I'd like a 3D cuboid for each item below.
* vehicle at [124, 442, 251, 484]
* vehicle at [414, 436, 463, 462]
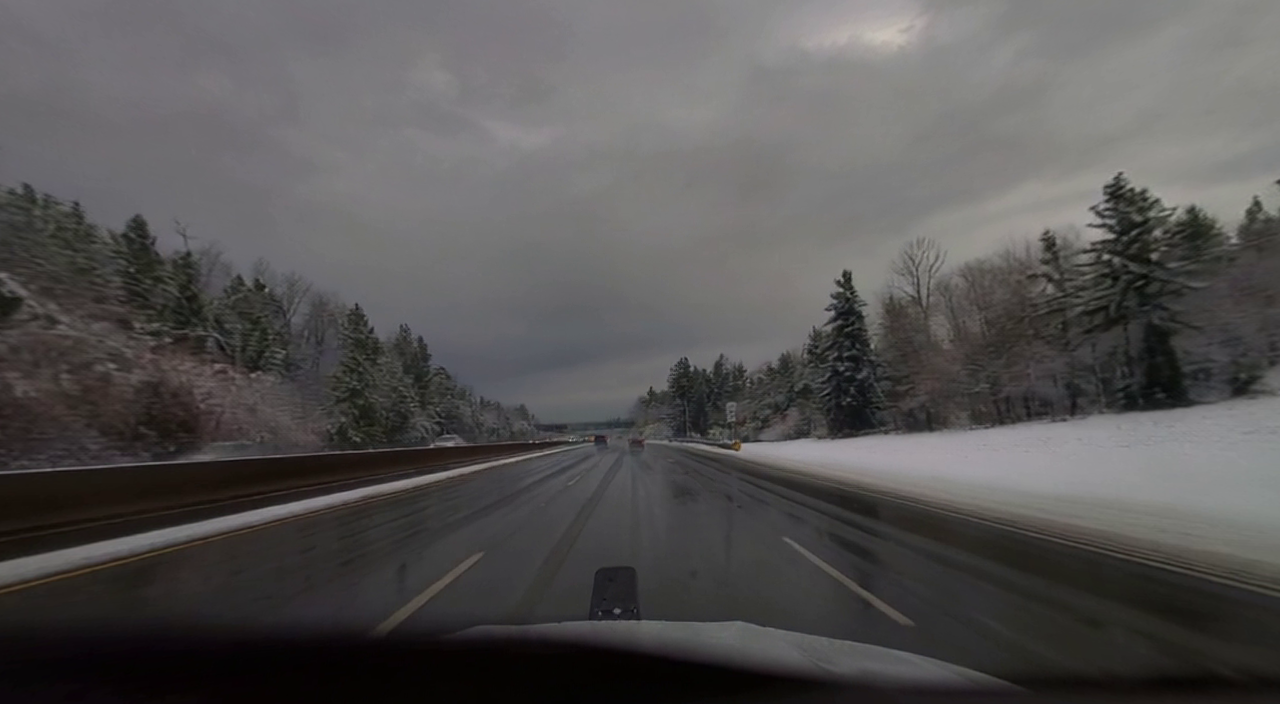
[{"bbox_3d":[-17.573,4.288,24.755,1.826,1.498,4.295,0,-8,0],"label":"vehicle"},{"bbox_3d":[-13.051,6.287,40.983,1.859,1.582,4.220,0,-8,-1],"label":"vehicle"}]
